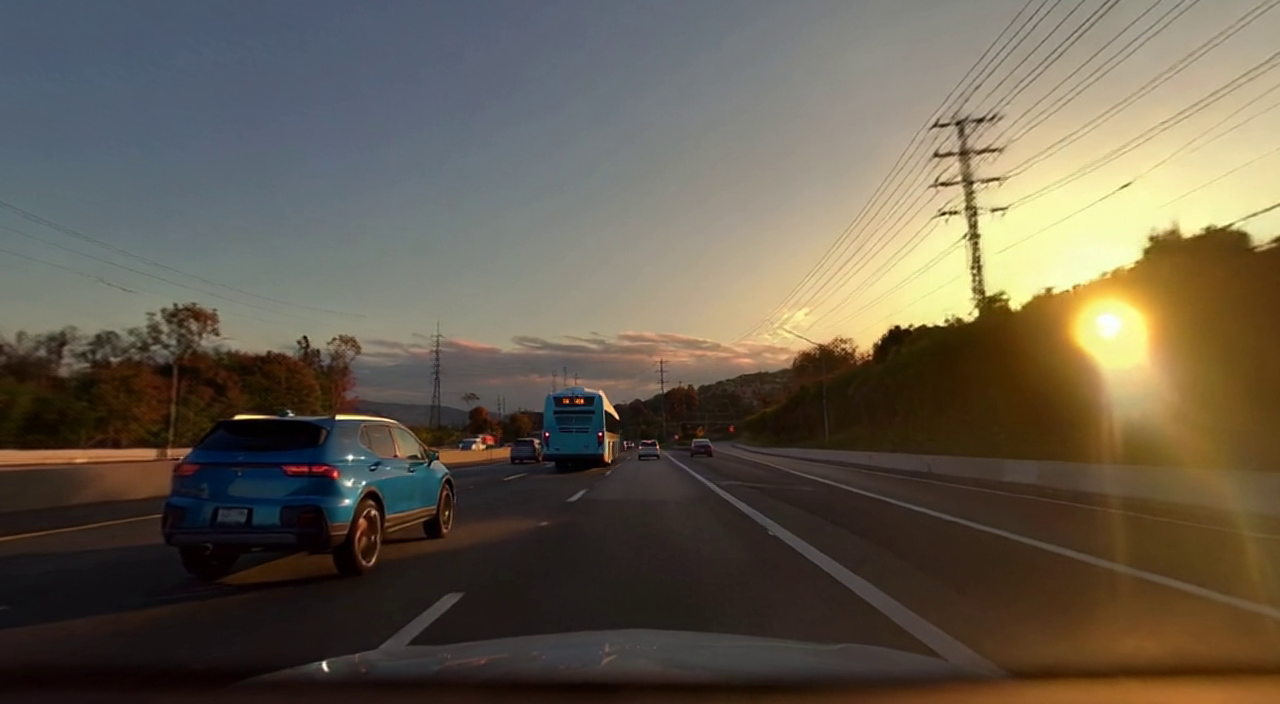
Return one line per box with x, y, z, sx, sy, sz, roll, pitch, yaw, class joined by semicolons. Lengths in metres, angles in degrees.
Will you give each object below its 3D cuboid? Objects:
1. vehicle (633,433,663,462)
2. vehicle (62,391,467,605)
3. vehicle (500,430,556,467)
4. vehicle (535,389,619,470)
0.575;6.974;46.131;2.083;2.001;4.782;0;-8;0;vehicle
-3.664;1.507;7.331;2.021;1.730;4.223;0;-8;1;vehicle
-6.881;6.034;39.400;2.282;2.116;6.030;0;-8;1;vehicle
-3.153;4.537;35.532;3.382;3.712;11.766;1;-9;1;vehicle
